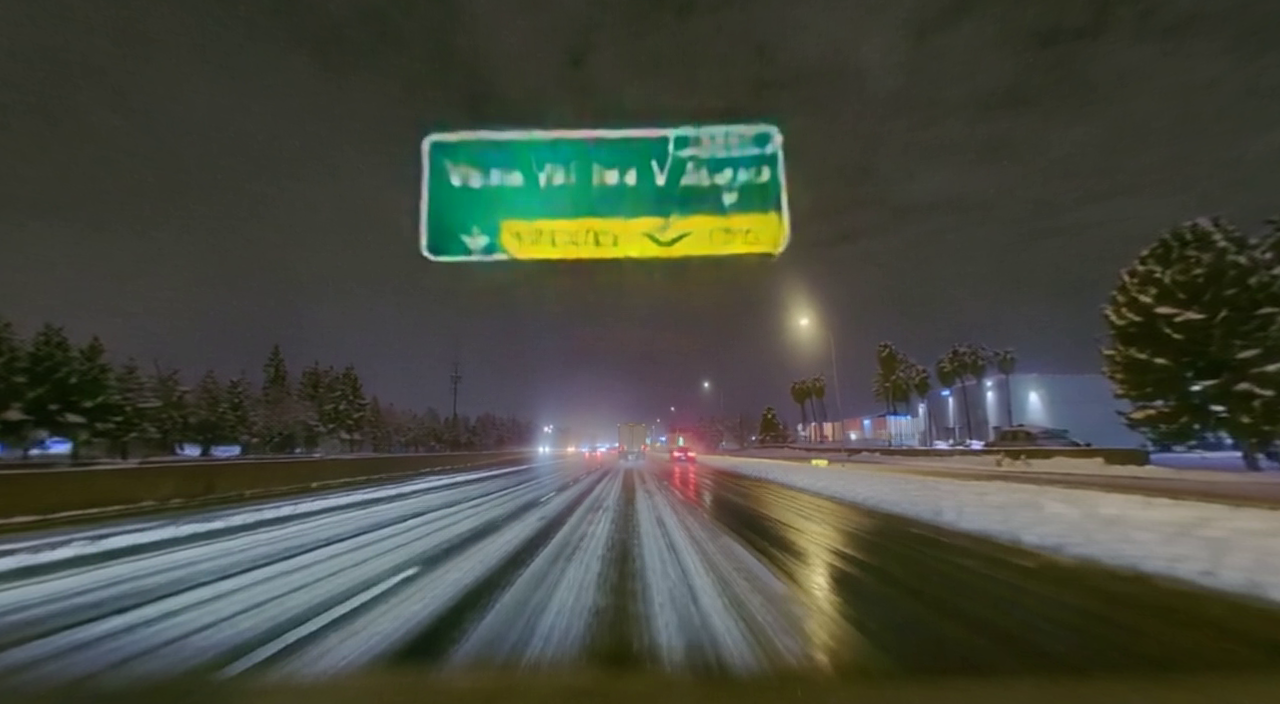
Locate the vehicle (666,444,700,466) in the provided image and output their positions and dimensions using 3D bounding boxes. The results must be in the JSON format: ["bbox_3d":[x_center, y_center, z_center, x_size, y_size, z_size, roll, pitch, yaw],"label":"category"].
[{"bbox_3d":[3.060,7.426,45.593,2.049,1.485,4.106,0,-8,-1],"label":"vehicle"}]

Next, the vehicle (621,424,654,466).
[{"bbox_3d":[-0.282,7.217,49.023,2.364,2.953,6.495,0,-8,-1],"label":"vehicle"}]
